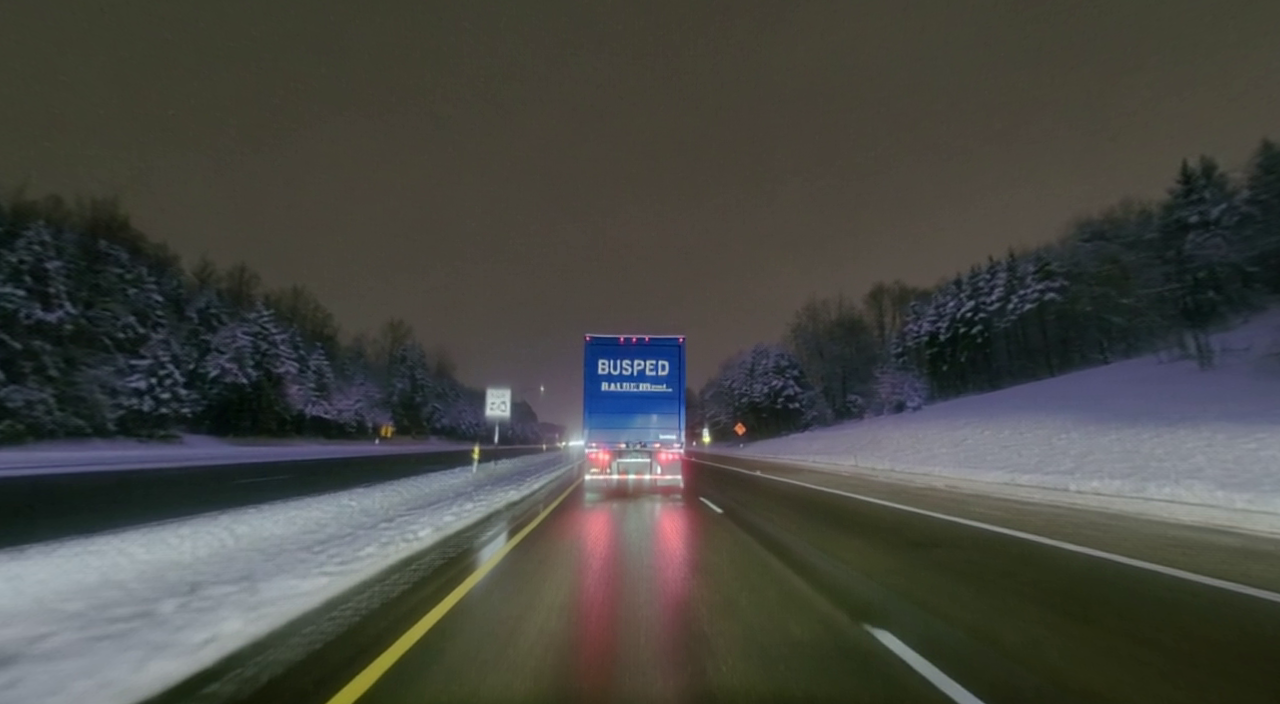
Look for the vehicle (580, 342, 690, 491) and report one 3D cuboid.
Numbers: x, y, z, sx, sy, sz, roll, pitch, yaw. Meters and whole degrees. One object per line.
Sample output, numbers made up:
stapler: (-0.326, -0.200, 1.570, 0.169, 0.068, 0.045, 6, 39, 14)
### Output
vehicle: (-0.325, 2.258, 20.947, 2.870, 3.911, 8.697, 0, -8, -3)
